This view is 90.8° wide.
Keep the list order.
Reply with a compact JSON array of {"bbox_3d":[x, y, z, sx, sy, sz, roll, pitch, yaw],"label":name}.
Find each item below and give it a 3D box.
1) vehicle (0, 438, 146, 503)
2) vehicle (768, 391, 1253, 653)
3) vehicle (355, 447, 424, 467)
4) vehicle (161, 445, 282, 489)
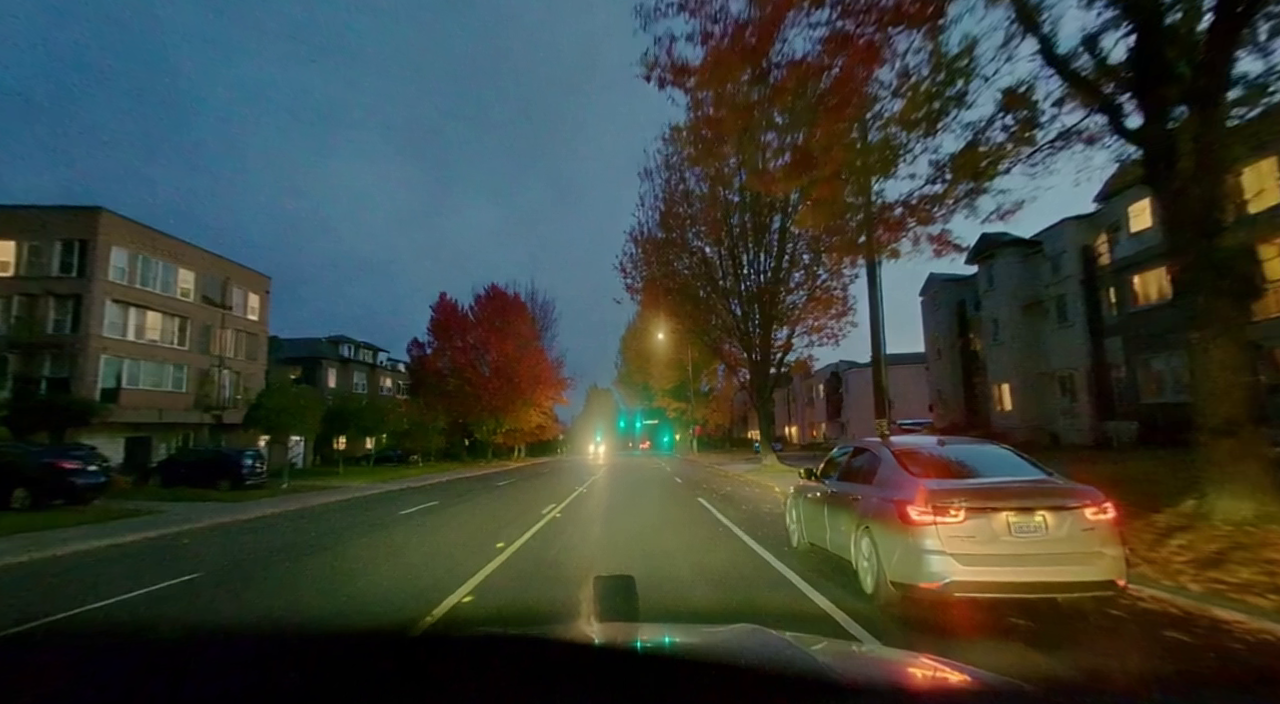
[{"bbox_3d":[-16.795,3.256,17.523,4.398,1.686,1.927,1,-9,-6],"label":"vehicle"},{"bbox_3d":[3.056,1.530,6.847,2.224,1.791,4.834,0,-9,-1],"label":"vehicle"},{"bbox_3d":[-19.612,8.236,49.630,4.610,1.463,1.841,1,-9,-7],"label":"vehicle"},{"bbox_3d":[-15.871,4.355,24.295,1.881,1.490,4.430,0,-9,-5],"label":"vehicle"}]
